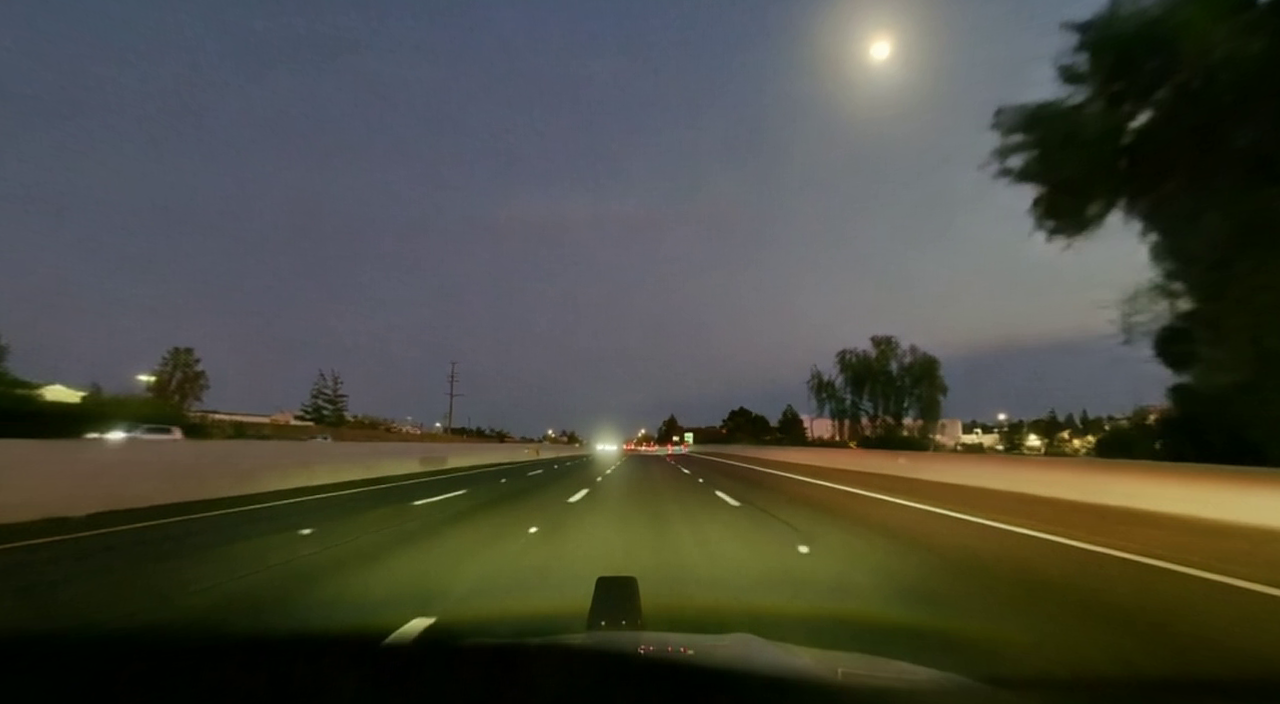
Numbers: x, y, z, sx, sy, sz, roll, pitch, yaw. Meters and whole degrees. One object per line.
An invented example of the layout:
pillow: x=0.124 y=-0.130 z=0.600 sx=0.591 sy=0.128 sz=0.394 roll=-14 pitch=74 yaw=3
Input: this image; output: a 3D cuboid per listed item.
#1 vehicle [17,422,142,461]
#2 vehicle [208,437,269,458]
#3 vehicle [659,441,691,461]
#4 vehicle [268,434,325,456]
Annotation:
vehicle: x=-26.151 y=4.211 z=29.636 sx=1.943 sy=1.713 sz=4.243 roll=0 pitch=-8 yaw=0
vehicle: x=-29.956 y=7.145 z=47.202 sx=1.765 sy=1.501 sz=4.267 roll=0 pitch=-8 yaw=0
vehicle: x=2.637 y=7.585 z=48.425 sx=2.036 sy=1.486 sz=4.375 roll=0 pitch=-8 yaw=-2
vehicle: x=-26.070 y=7.060 z=48.036 sx=1.843 sy=1.595 sz=4.423 roll=0 pitch=-8 yaw=-1
